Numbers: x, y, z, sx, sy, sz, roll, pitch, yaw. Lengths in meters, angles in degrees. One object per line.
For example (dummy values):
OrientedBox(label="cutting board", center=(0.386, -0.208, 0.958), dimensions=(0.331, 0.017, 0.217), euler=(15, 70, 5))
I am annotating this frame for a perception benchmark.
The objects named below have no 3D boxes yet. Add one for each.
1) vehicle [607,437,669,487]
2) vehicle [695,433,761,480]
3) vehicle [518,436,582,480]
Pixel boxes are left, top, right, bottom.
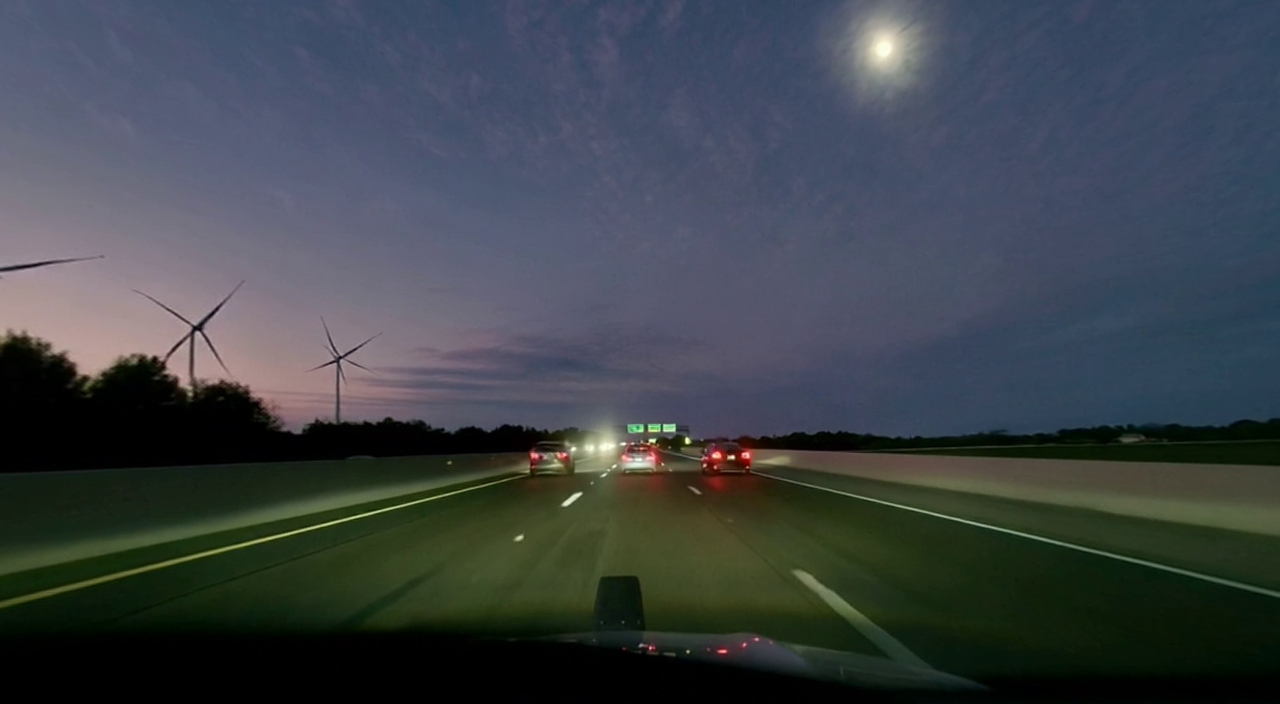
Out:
OrientedBox(label="vehicle", center=(-0.062, 4.020, 23.169), dimensions=(2.083, 1.653, 3.787), euler=(0, -9, 0))
OrientedBox(label="vehicle", center=(3.756, 4.578, 27.779), dimensions=(2.104, 1.861, 4.956), euler=(0, -9, -1))
OrientedBox(label="vehicle", center=(-3.905, 4.716, 28.237), dimensions=(2.131, 1.784, 4.635), euler=(0, -9, 1))
